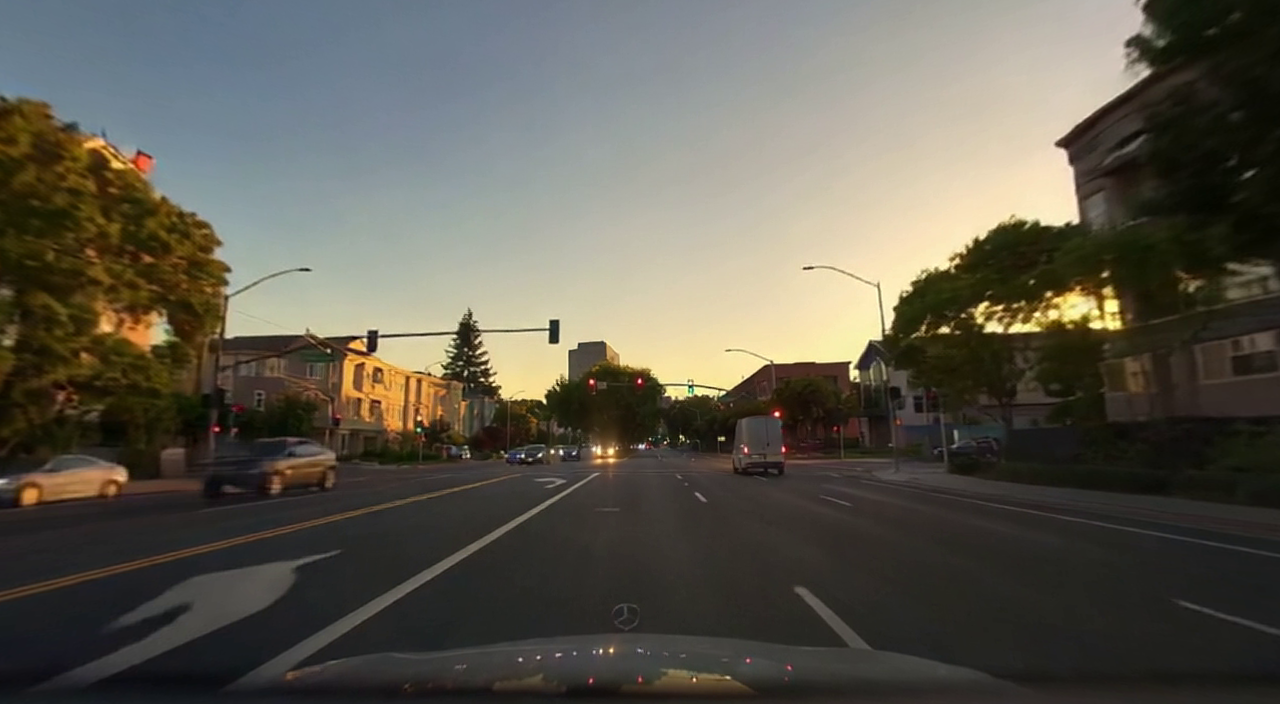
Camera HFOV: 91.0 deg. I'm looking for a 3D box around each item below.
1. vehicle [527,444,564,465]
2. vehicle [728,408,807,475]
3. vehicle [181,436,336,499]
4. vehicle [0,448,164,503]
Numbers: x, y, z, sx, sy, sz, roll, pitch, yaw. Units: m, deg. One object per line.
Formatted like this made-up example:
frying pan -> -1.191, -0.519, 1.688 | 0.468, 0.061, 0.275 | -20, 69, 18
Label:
vehicle -> -7.110, 7.750, 47.996 | 1.986, 1.481, 4.602 | 0, -8, 1
vehicle -> 6.767, 4.915, 34.610 | 2.802, 3.208, 7.459 | 1, -8, 0
vehicle -> -11.649, 3.516, 19.667 | 2.098, 1.704, 4.313 | 1, -8, 0
vehicle -> -18.282, 3.891, 20.406 | 1.901, 1.513, 4.795 | 1, -8, 1
